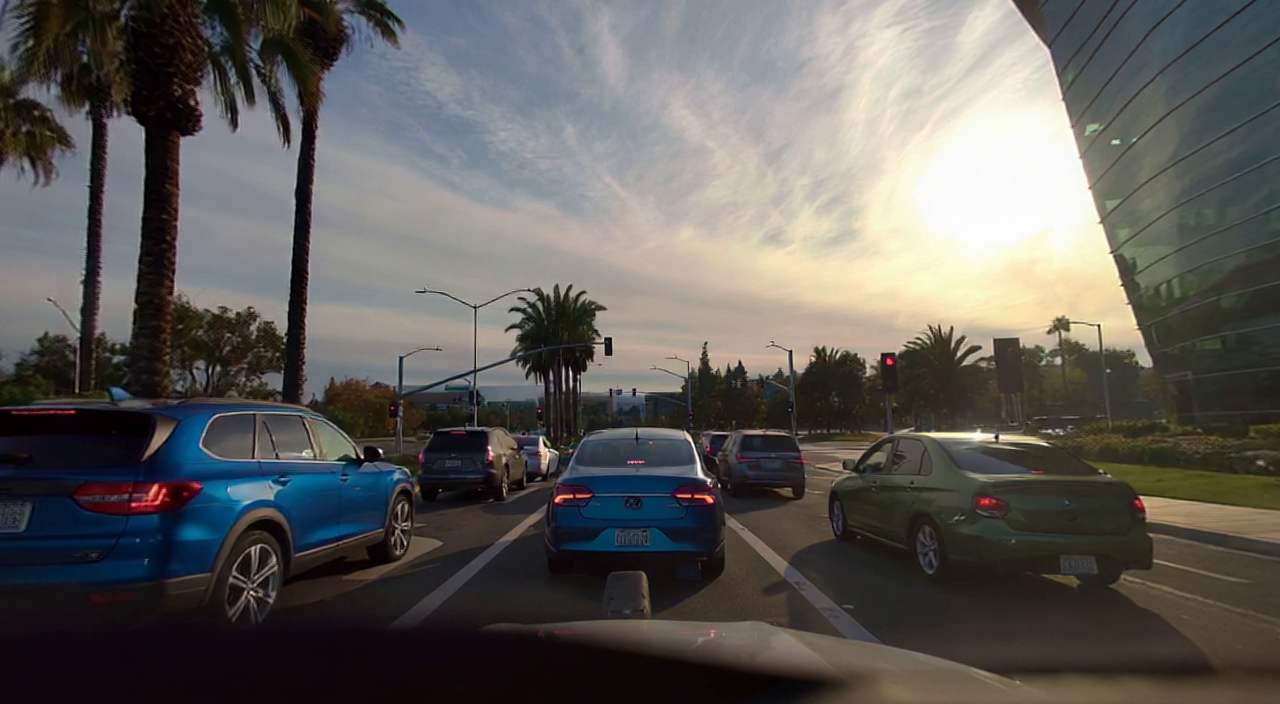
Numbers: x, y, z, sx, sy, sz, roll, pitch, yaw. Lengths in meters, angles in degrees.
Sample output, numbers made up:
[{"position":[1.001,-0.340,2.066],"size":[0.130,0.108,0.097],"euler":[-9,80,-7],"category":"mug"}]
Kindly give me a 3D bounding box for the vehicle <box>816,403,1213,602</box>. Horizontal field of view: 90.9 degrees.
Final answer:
[{"position":[3.837,1.617,7.684],"size":[2.064,1.696,4.431],"euler":[0,-8,0],"category":"vehicle"}]

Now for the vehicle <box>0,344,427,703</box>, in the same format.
[{"position":[-3.533,1.158,5.260],"size":[2.014,1.775,4.404],"euler":[0,-8,-1],"category":"vehicle"}]

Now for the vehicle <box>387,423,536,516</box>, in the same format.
[{"position":[-3.467,2.359,13.071],"size":[1.917,1.631,3.768],"euler":[0,-8,1],"category":"vehicle"}]

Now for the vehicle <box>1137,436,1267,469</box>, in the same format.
[{"position":[25.442,4.551,28.655],"size":[4.014,1.417,1.777],"euler":[-1,-8,5],"category":"vehicle"}]

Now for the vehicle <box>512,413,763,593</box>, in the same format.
[{"position":[-0.059,1.661,7.817],"size":[2.219,1.586,4.321],"euler":[0,-8,-1],"category":"vehicle"}]
